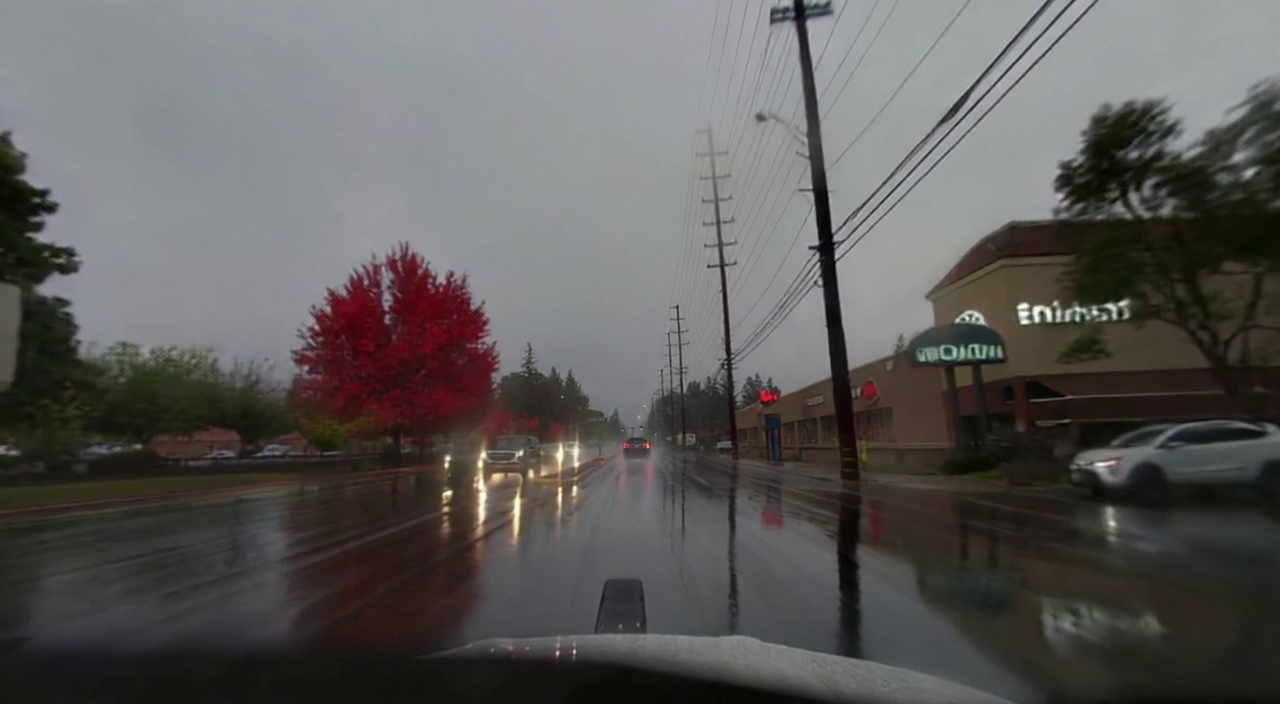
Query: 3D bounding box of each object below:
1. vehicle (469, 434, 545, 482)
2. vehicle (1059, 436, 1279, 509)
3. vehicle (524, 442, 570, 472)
[{"bbox_3d":[-5.682,4.588,27.659,2.278,1.828,4.970,-2,-8,-1],"label":"vehicle"},{"bbox_3d":[14.672,3.129,16.858,5.733,1.610,2.253,0,-9,-11],"label":"vehicle"},{"bbox_3d":[-5.184,5.901,35.784,1.909,1.524,4.614,-2,-8,0],"label":"vehicle"}]
